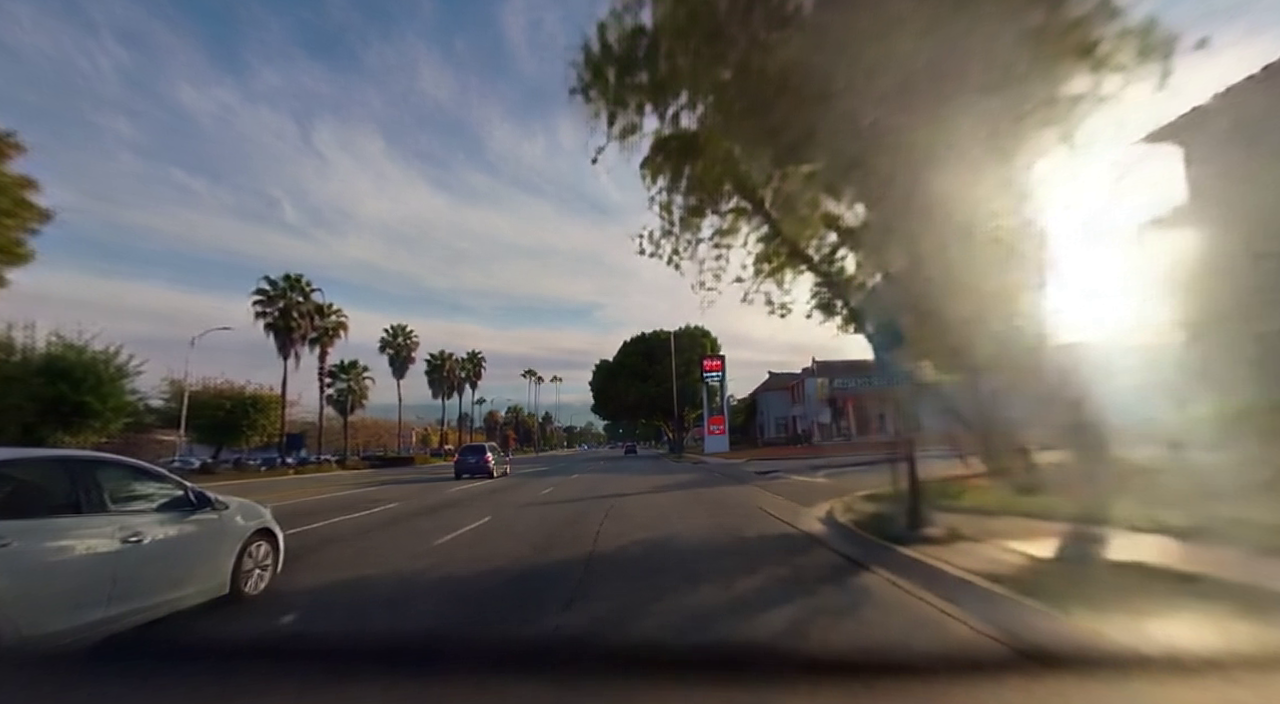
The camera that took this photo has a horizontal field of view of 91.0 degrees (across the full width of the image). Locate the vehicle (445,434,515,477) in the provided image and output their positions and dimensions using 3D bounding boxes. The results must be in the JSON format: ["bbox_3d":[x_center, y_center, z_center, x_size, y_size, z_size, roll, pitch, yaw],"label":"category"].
[{"bbox_3d":[-7.461,4.879,29.835,2.136,1.844,4.363,0,-8,1],"label":"vehicle"}]

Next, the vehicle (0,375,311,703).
[{"bbox_3d":[-4.164,1.065,3.829,2.041,1.666,4.182,0,-8,0],"label":"vehicle"}]

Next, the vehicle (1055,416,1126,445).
[{"bbox_3d":[29.568,5.192,41.288,4.264,1.791,2.133,6,-10,-30],"label":"vehicle"}]
